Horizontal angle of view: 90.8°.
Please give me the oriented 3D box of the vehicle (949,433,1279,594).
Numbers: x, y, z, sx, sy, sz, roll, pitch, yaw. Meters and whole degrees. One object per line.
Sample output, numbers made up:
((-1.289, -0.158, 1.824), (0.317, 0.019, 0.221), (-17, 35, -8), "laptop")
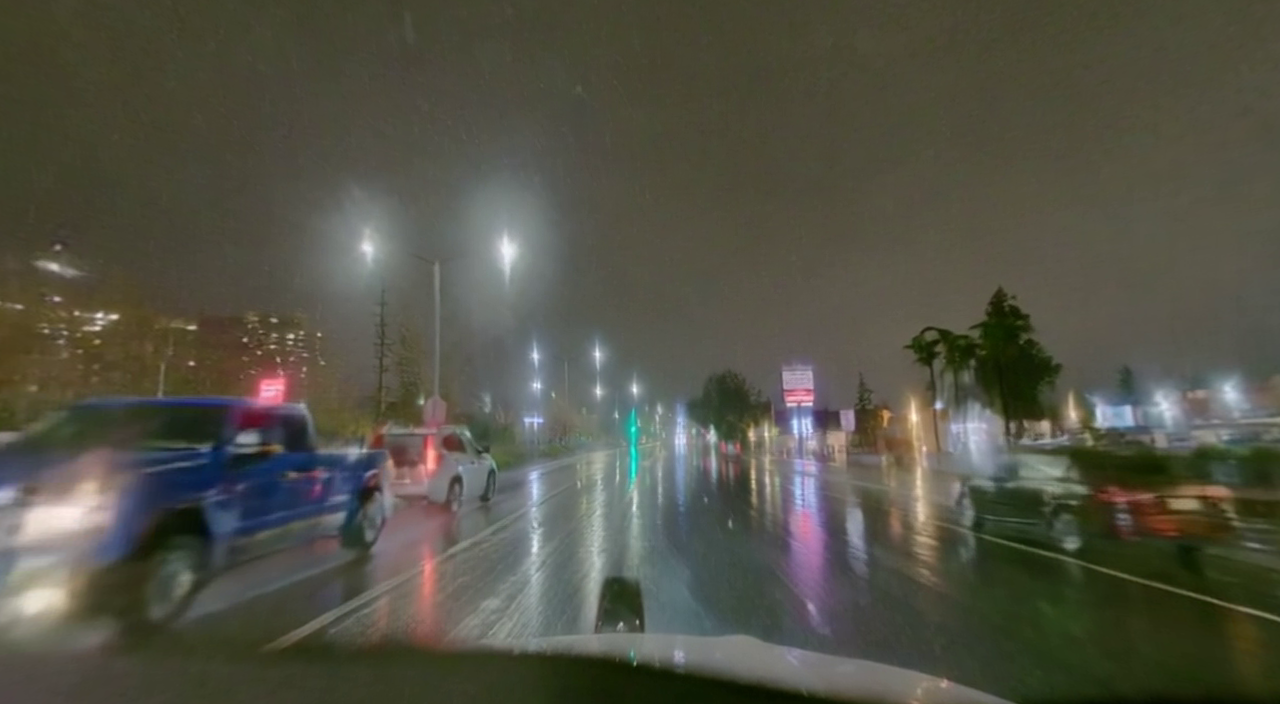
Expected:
((6.252, 1.850, 8.278), (2.024, 1.484, 4.585), (0, -8, -1), "vehicle")

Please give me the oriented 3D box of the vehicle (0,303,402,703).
((-4.488, 1.196, 6.021), (2.270, 2.068, 5.865), (0, -8, -2), "vehicle")

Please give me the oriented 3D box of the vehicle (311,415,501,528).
((-4.508, 2.377, 13.173), (2.238, 1.864, 4.740), (-1, -8, -1), "vehicle")
